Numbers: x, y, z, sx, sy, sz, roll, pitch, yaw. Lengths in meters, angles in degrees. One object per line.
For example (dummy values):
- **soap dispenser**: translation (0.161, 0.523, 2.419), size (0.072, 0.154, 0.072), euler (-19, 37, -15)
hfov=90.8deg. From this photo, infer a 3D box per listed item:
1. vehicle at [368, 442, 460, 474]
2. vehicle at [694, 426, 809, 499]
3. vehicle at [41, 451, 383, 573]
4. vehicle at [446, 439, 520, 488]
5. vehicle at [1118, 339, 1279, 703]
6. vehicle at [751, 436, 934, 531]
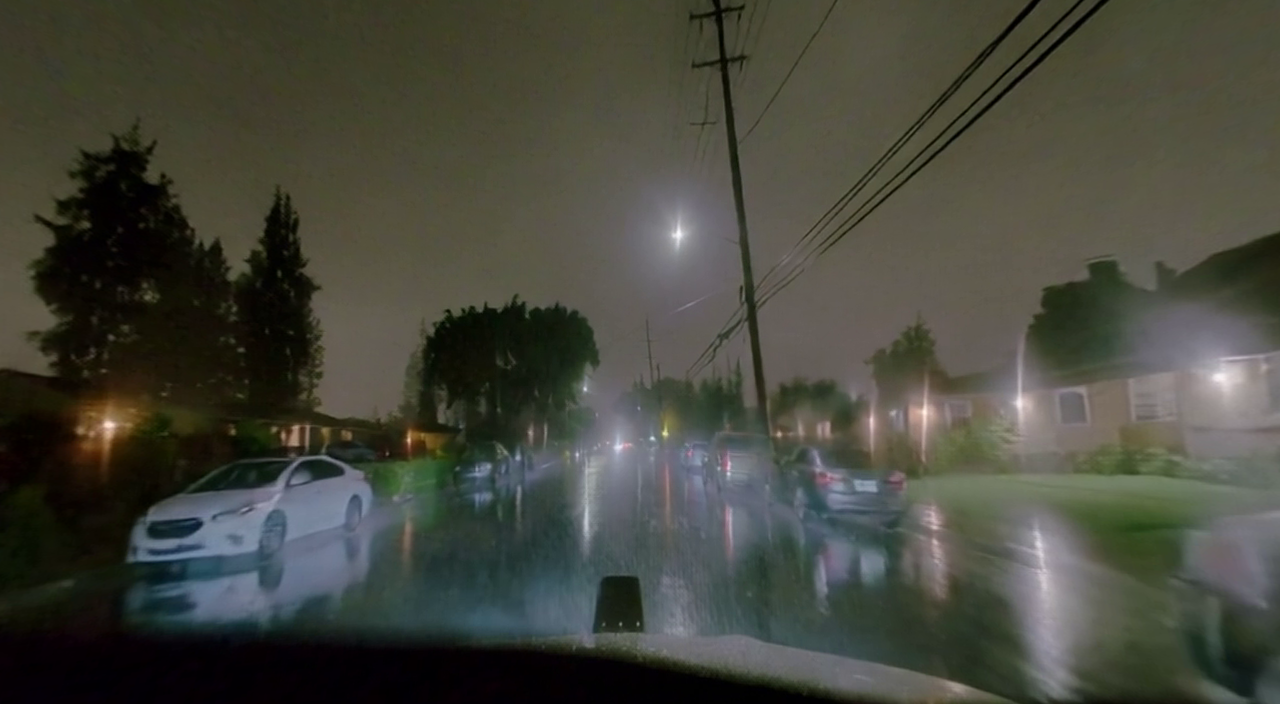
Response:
- **vehicle**: translation (-13.606, 6.373, 38.209), size (4.729, 1.831, 2.174), euler (0, -9, -1)
- **vehicle**: translation (3.023, 3.169, 18.574), size (2.122, 1.809, 5.421), euler (0, -8, -3)
- **vehicle**: translation (-6.279, 2.354, 10.240), size (2.199, 1.439, 4.757), euler (-1, -9, 0)
- **vehicle**: translation (-6.632, 4.758, 27.117), size (2.118, 1.753, 4.377), euler (-4, -9, -2)
- **vehicle**: translation (3.521, 0.573, 0.699), size (2.247, 1.618, 4.655), euler (2, -8, -2)
- **vehicle**: translation (3.561, 2.386, 12.148), size (1.848, 1.436, 4.582), euler (0, -8, -2)
